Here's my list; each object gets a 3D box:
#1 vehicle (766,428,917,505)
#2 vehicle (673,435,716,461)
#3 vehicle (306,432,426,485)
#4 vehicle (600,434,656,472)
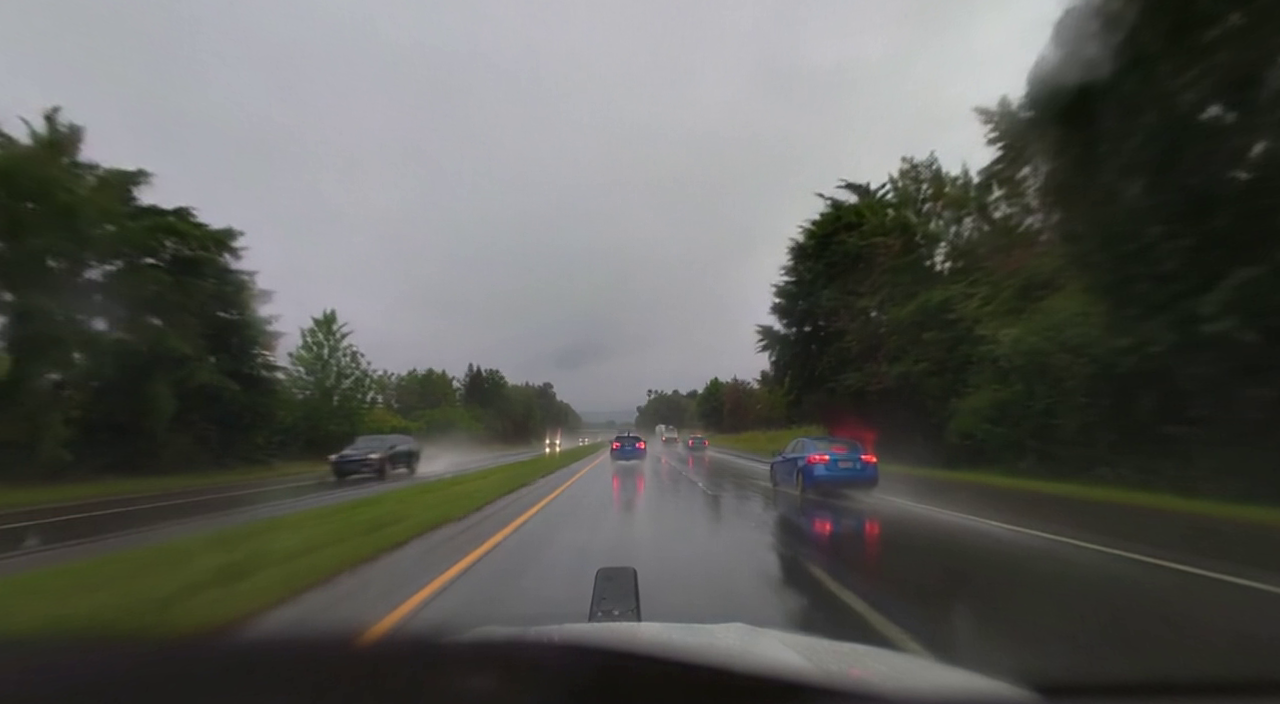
[{"bbox_3d":[4.448,2.566,14.738,2.066,1.526,4.216,0,-8,-1],"label":"vehicle"},{"bbox_3d":[3.194,5.719,37.827,2.004,1.469,4.472,0,-8,-2],"label":"vehicle"},{"bbox_3d":[-9.020,3.503,21.269,2.076,1.592,4.477,0,-8,-1],"label":"vehicle"},{"bbox_3d":[-0.511,4.131,26.091,2.143,1.466,3.693,0,-8,-1],"label":"vehicle"}]
